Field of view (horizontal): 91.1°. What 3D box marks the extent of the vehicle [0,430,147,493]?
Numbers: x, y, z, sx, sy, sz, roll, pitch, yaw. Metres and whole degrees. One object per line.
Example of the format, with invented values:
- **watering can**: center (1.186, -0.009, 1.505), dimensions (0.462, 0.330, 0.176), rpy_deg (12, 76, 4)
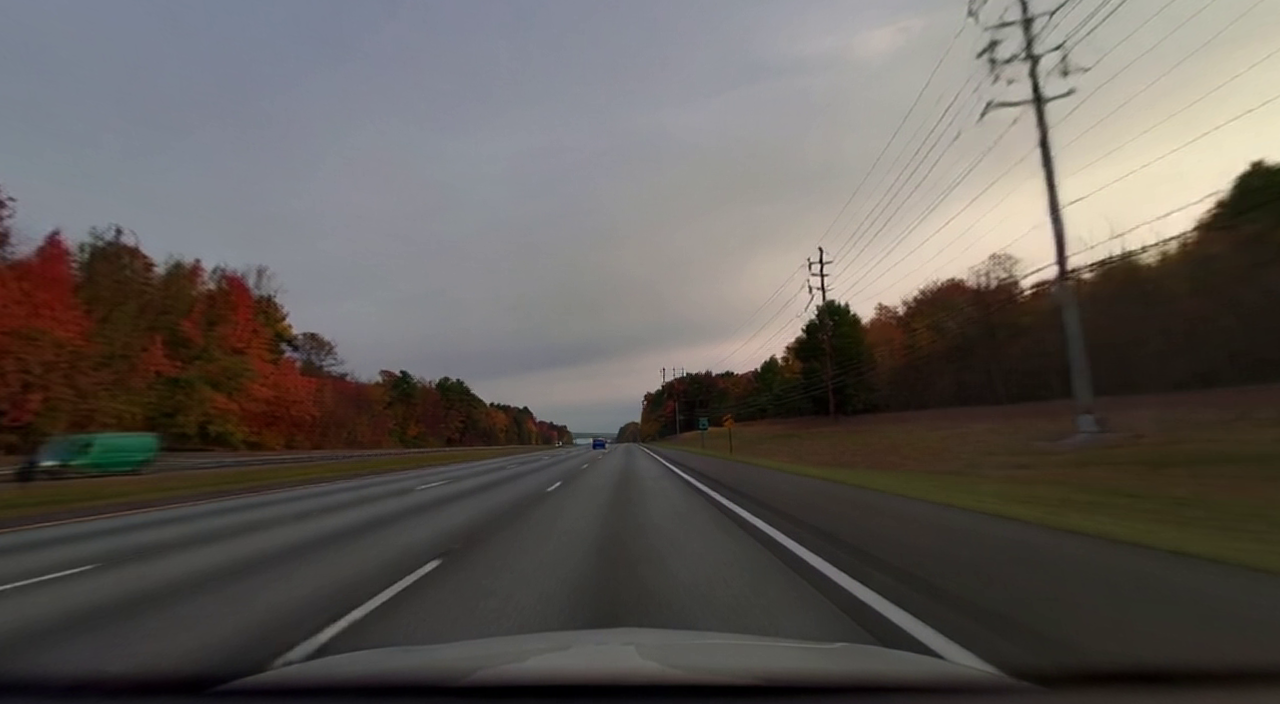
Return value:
- **vehicle**: center (-25.298, 4.608, 27.239), dimensions (2.379, 2.357, 6.741), rpy_deg (0, -8, 0)
